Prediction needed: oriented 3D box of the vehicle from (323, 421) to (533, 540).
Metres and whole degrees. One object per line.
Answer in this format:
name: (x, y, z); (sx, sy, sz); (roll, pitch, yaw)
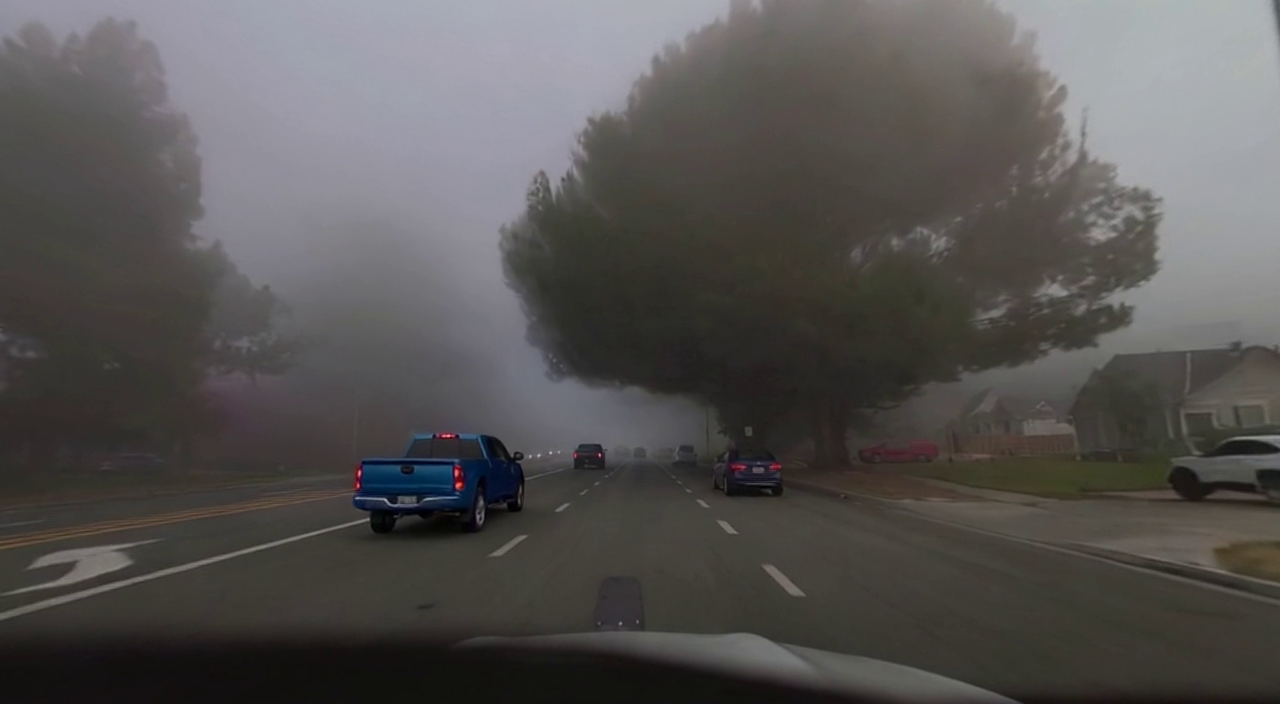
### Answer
vehicle: (-3.589, 2.288, 12.036); (2.111, 1.745, 5.274); (0, -8, 1)

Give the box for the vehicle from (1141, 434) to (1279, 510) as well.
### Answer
vehicle: (13.985, 2.654, 14.362); (1.929, 1.502, 4.177); (-1, -8, 4)

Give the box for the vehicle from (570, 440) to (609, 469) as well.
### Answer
vehicle: (-3.333, 6.897, 42.697); (2.218, 1.829, 4.492); (0, -8, 1)

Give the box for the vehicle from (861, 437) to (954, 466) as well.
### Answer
vehicle: (16.304, 6.077, 38.638); (4.759, 1.673, 1.972); (0, -8, -2)

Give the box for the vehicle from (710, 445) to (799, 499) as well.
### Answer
vehicle: (3.385, 3.614, 19.472); (1.884, 1.463, 4.195); (0, -8, -1)
